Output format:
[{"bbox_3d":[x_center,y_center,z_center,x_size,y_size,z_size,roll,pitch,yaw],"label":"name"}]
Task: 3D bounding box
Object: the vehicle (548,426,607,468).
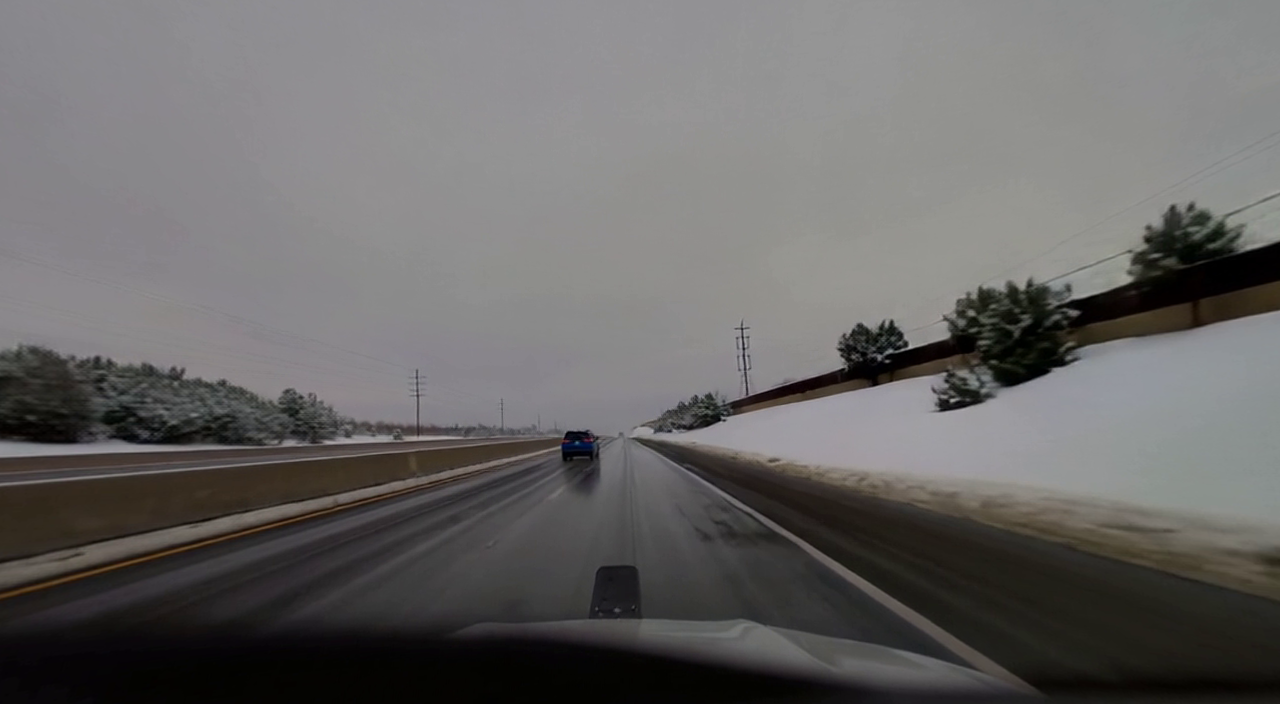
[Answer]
[{"bbox_3d":[-2.412,3.777,25.207,1.999,1.536,3.969,0,-8,0],"label":"vehicle"}]
